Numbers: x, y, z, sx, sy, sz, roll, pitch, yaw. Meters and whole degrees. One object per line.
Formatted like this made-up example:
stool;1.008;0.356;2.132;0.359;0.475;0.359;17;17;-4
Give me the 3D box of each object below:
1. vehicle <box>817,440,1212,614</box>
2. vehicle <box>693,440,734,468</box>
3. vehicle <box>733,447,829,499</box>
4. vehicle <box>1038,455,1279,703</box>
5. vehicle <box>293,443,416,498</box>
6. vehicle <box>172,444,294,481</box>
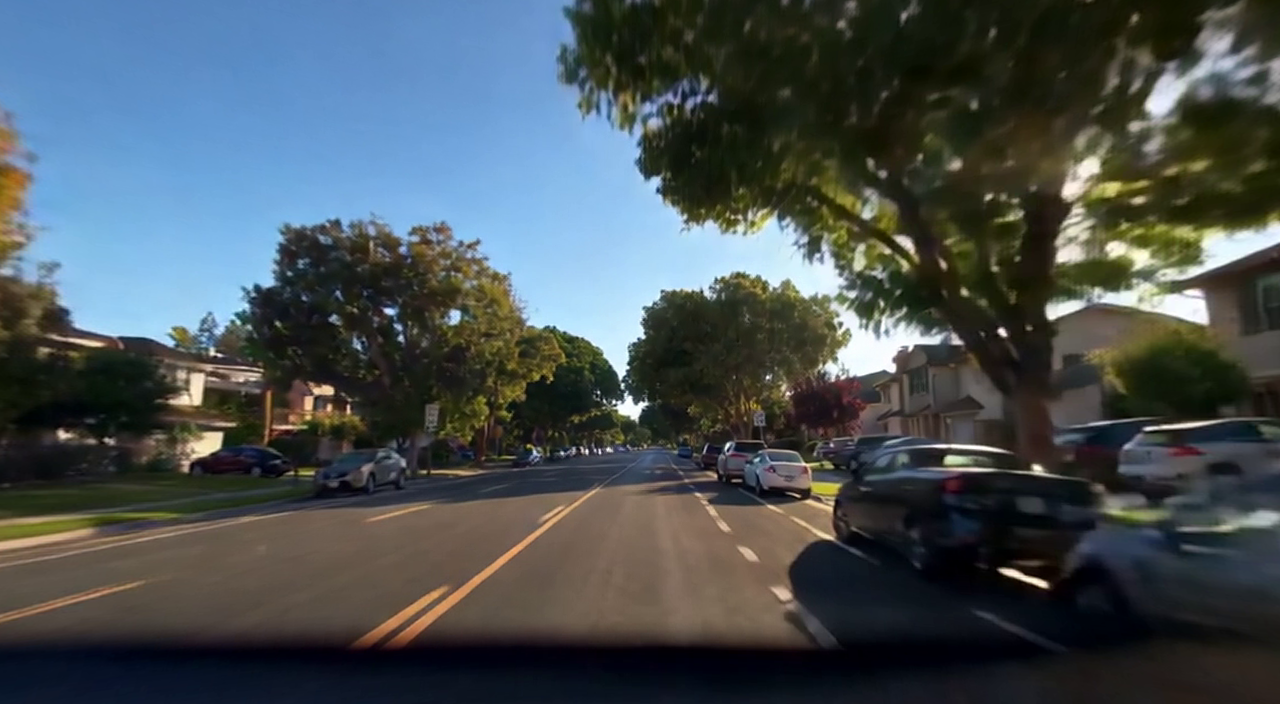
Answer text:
vehicle;3.949;1.891;7.905;2.137;1.515;4.534;0;-9;0
vehicle;5.003;7.019;43.614;2.254;1.812;4.817;0;-9;0
vehicle;4.398;3.853;20.602;2.087;1.454;4.914;0;-9;1
vehicle;4.043;1.181;2.696;1.911;1.395;4.362;0;-8;1
vehicle;-10.357;4.348;23.498;2.093;1.767;5.120;-1;-10;1
vehicle;-19.495;5.296;30.384;4.509;1.698;1.890;0;-9;2
